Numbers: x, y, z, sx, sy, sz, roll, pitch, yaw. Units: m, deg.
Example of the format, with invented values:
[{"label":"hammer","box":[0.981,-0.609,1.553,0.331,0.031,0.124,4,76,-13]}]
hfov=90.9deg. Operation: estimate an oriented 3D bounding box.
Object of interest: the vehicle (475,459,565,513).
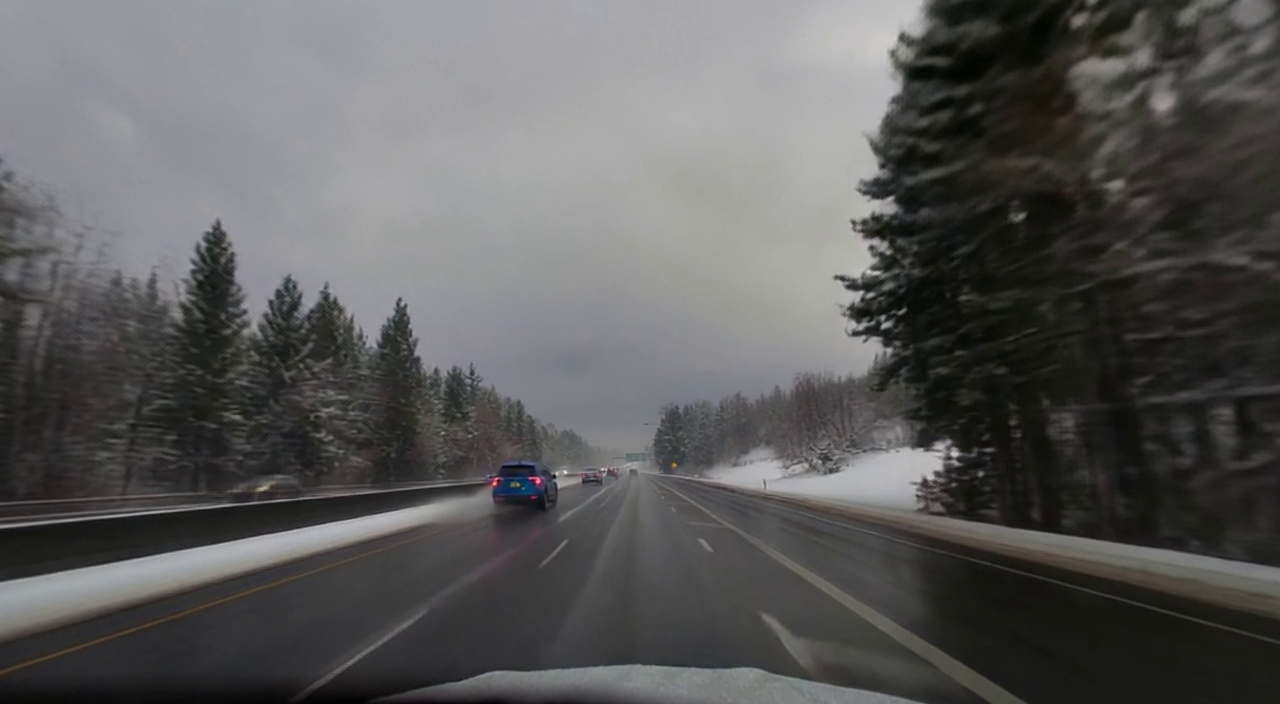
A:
[{"label":"vehicle","box":[-3.871,4.433,21.158,2.068,1.592,4.479,0,-11,1]}]

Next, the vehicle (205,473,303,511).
[{"label":"vehicle","box":[-16.883,6.125,27.838,1.778,1.512,4.020,1,-11,-1]}]
